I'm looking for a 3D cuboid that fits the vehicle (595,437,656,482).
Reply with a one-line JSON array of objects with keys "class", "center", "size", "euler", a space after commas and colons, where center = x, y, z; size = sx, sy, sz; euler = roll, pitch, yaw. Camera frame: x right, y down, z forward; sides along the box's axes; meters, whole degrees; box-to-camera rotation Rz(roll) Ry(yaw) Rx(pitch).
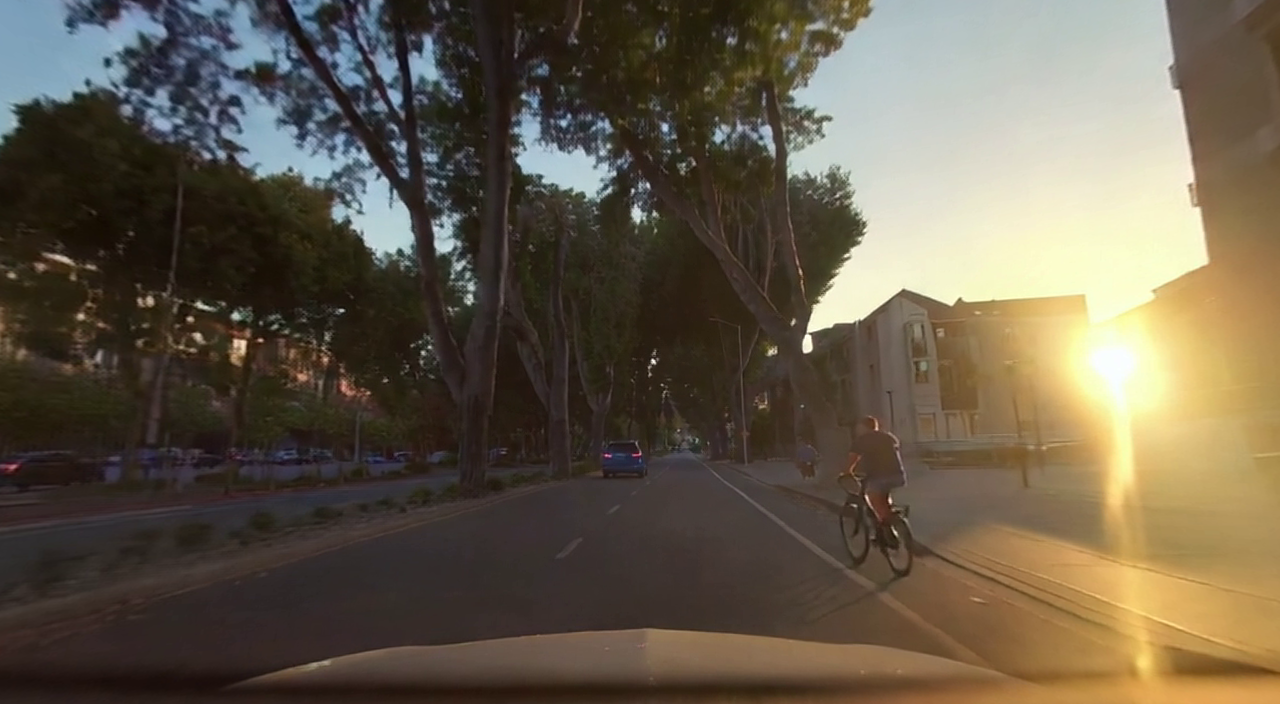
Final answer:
[{"class": "vehicle", "center": [-0.552, 4.891, 28.874], "size": [2.294, 1.859, 5.127], "euler": [-1, -9, 5]}]
